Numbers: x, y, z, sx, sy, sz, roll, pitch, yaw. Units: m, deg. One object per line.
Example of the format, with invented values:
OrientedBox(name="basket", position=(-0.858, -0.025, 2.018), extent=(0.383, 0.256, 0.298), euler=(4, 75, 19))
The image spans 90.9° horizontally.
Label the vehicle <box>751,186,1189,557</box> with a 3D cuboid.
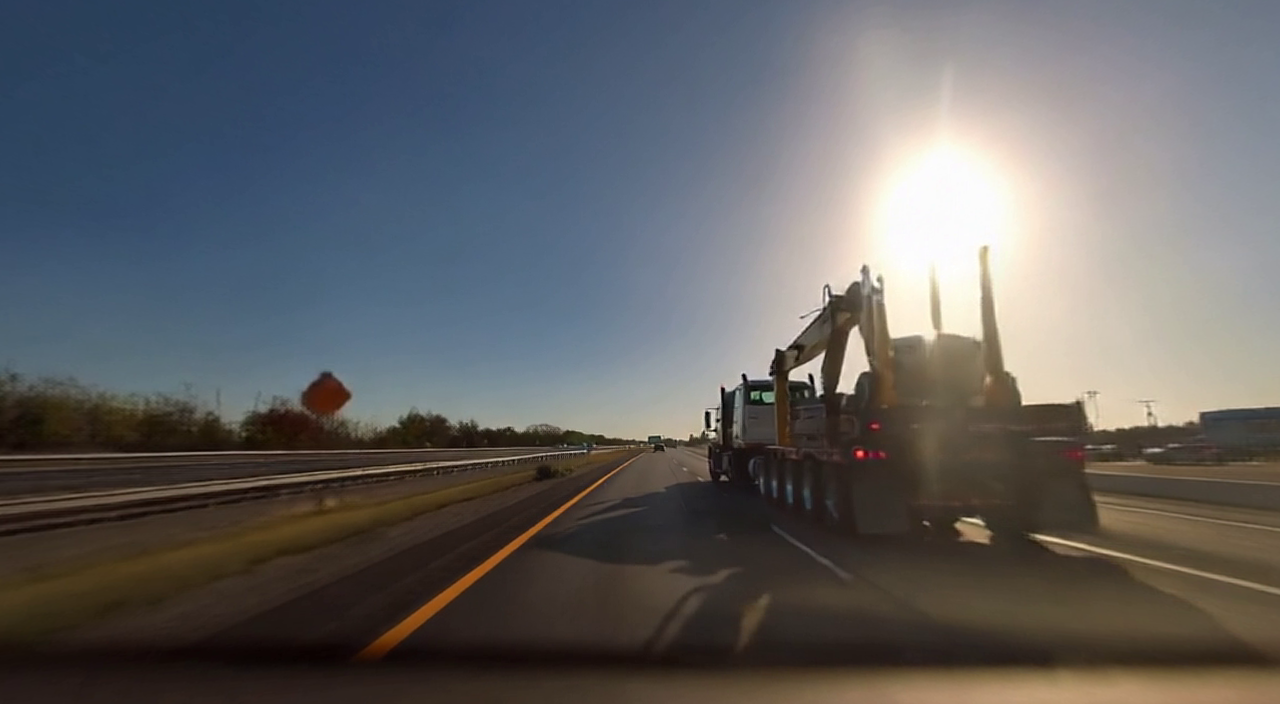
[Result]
OrientedBox(name="vehicle", position=(3.975, 0.617, 9.952), extent=(3.279, 3.956, 6.541), euler=(0, -9, 1))
